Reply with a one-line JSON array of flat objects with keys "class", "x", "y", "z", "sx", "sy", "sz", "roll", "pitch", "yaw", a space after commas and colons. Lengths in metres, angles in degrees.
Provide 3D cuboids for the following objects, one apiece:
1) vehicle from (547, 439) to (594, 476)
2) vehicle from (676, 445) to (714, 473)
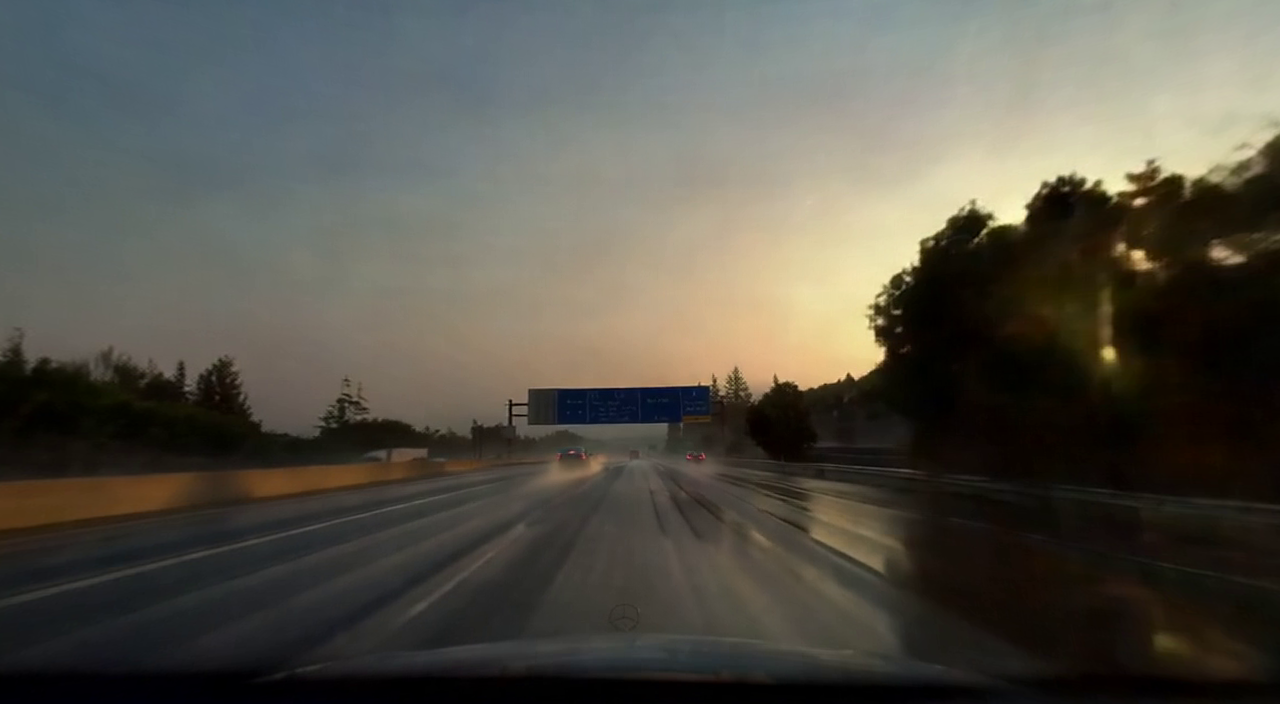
[{"class": "vehicle", "x": -4.146, "y": 6.372, "z": 38.332, "sx": 2.278, "sy": 2.054, "sz": 4.498, "roll": 0, "pitch": -9, "yaw": 1}, {"class": "vehicle", "x": 3.698, "y": 7.280, "z": 43.149, "sx": 2.133, "sy": 1.746, "sz": 4.511, "roll": 0, "pitch": -9, "yaw": -1}]
